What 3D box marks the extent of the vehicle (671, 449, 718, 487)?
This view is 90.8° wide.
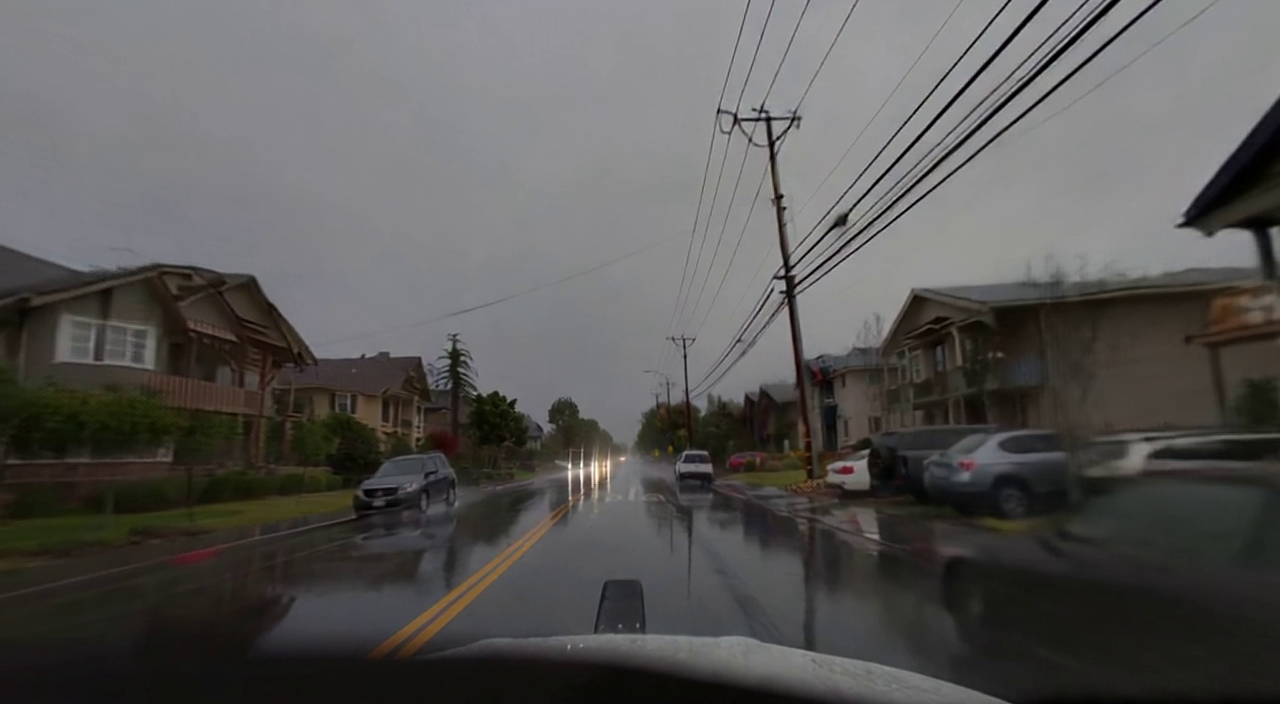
[{"bbox_3d":[2.711,5.823,32.025,1.945,1.792,3.903,0,-9,-1],"label":"vehicle"}]

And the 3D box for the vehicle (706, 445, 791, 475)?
[{"bbox_3d":[7.185,7.208,42.337,5.288,1.871,2.148,0,-9,0],"label":"vehicle"}]

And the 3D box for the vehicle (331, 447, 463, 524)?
[{"bbox_3d":[-6.574,3.653,17.750,2.056,1.741,4.532,-3,-10,-2],"label":"vehicle"}]

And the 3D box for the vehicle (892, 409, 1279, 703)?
[{"bbox_3d":[3.193,1.081,2.994,2.076,1.513,4.305,0,-9,-2],"label":"vehicle"}]
